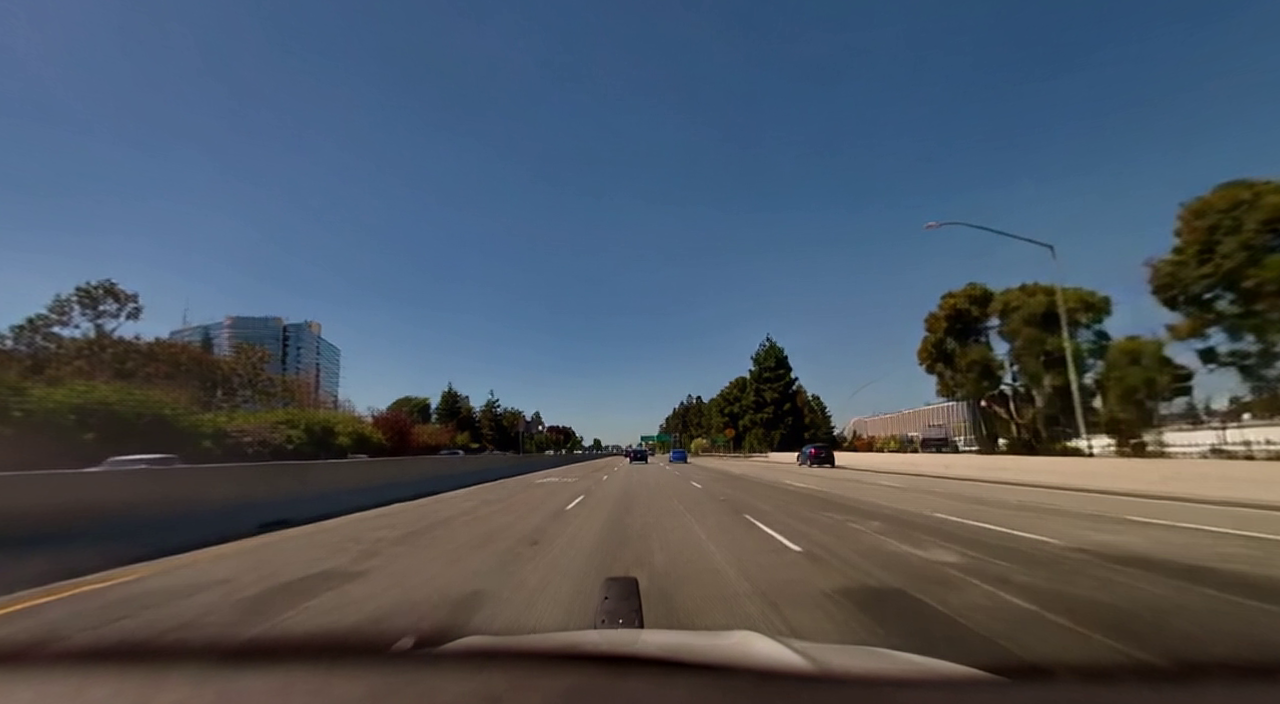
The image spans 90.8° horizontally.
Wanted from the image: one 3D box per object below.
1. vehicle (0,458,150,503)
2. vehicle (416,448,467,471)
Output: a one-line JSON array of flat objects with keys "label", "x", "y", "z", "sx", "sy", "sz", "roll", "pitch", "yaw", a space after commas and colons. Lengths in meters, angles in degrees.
[{"label": "vehicle", "x": -20.980, "y": 4.720, "z": 23.578, "sx": 1.857, "sy": 1.432, "sz": 4.397, "roll": 0, "pitch": -9, "yaw": 0}, {"label": "vehicle", "x": -14.203, "y": 7.706, "z": 45.547, "sx": 1.990, "sy": 1.479, "sz": 5.124, "roll": 0, "pitch": -8, "yaw": 1}]
